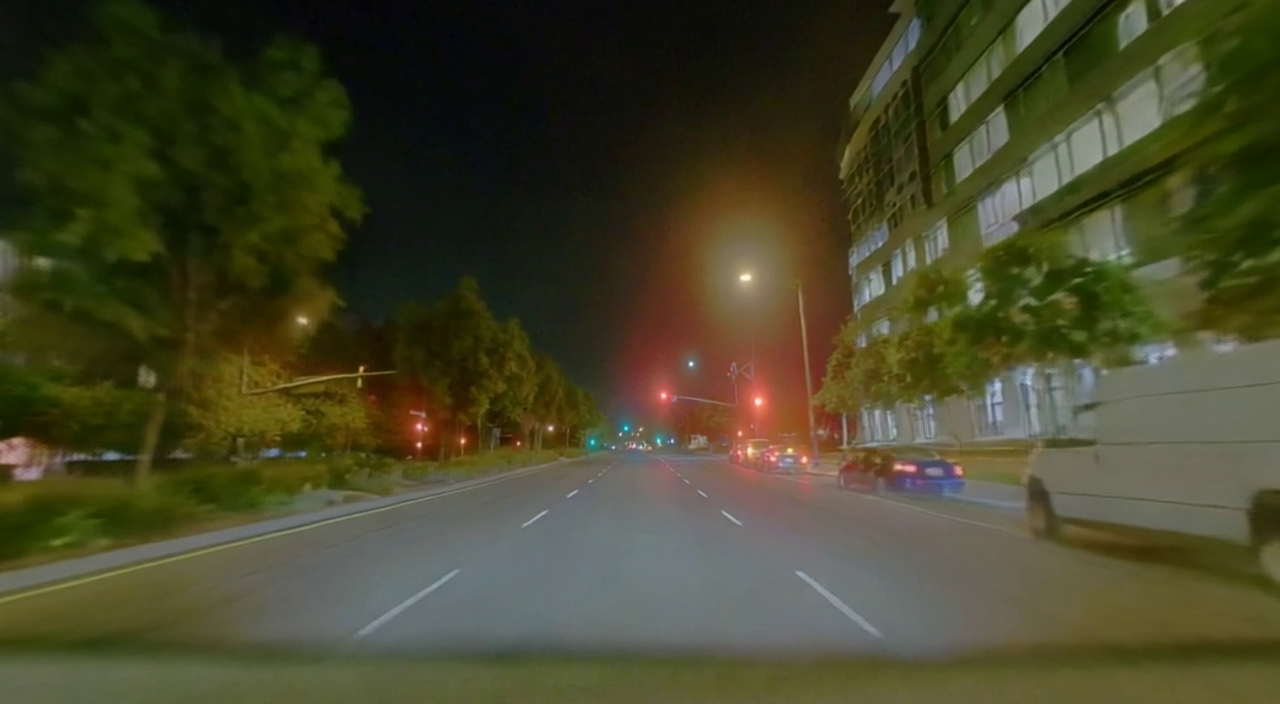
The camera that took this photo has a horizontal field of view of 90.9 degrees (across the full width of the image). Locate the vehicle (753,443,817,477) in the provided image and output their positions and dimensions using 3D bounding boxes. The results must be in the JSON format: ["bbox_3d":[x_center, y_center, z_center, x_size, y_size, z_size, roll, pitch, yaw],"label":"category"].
[{"bbox_3d":[6.716,5.034,29.669,1.847,1.472,4.846,0,-8,0],"label":"vehicle"}]

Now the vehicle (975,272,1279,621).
[{"bbox_3d":[6.241,0.891,5.982,2.762,2.607,6.182,0,-8,1],"label":"vehicle"}]

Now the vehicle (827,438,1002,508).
[{"bbox_3d":[6.616,2.959,16.006,2.109,1.477,4.963,0,-8,-1],"label":"vehicle"}]
